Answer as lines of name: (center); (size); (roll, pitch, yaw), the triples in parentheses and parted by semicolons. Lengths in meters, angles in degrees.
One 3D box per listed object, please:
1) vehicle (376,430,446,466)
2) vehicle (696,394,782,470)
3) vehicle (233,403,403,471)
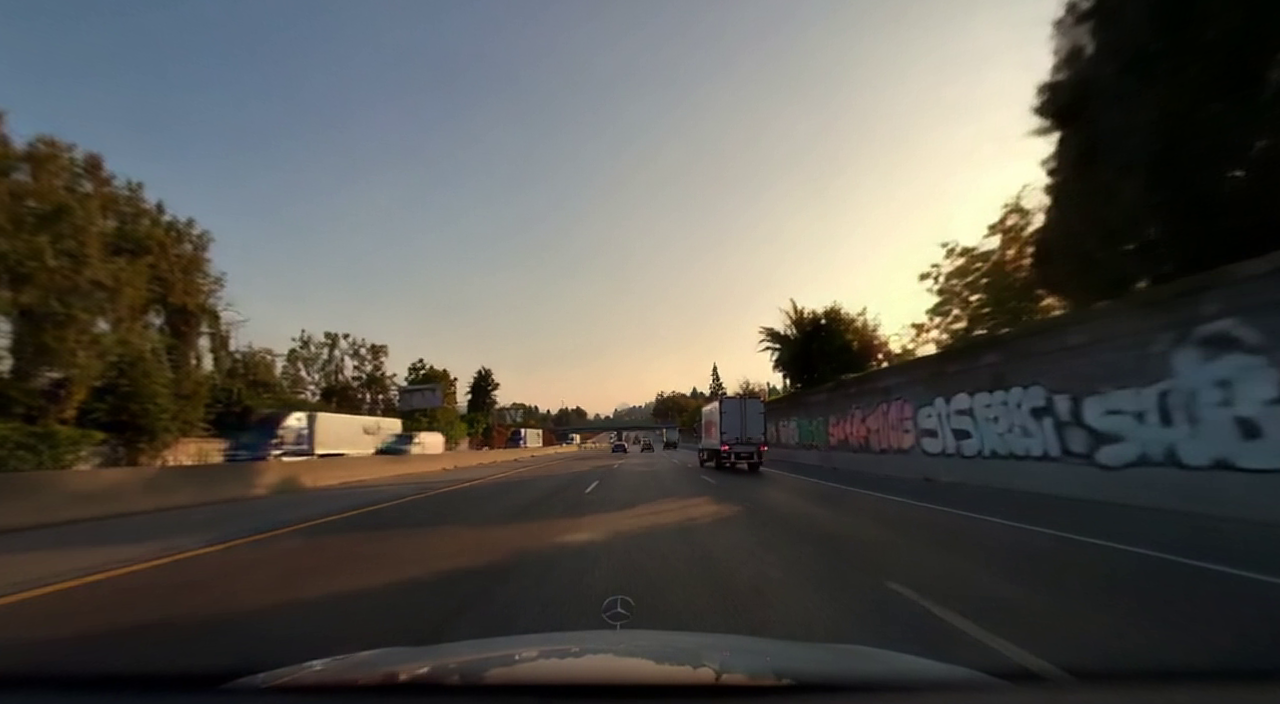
vehicle: (-12.320, 5.197, 34.287); (2.068, 1.781, 4.678); (-1, -8, 0)
vehicle: (5.083, 4.457, 34.648); (2.949, 3.470, 10.539); (-1, -8, 0)
vehicle: (-20.939, 5.858, 43.200); (2.850, 3.711, 17.121); (-1, -8, 0)
